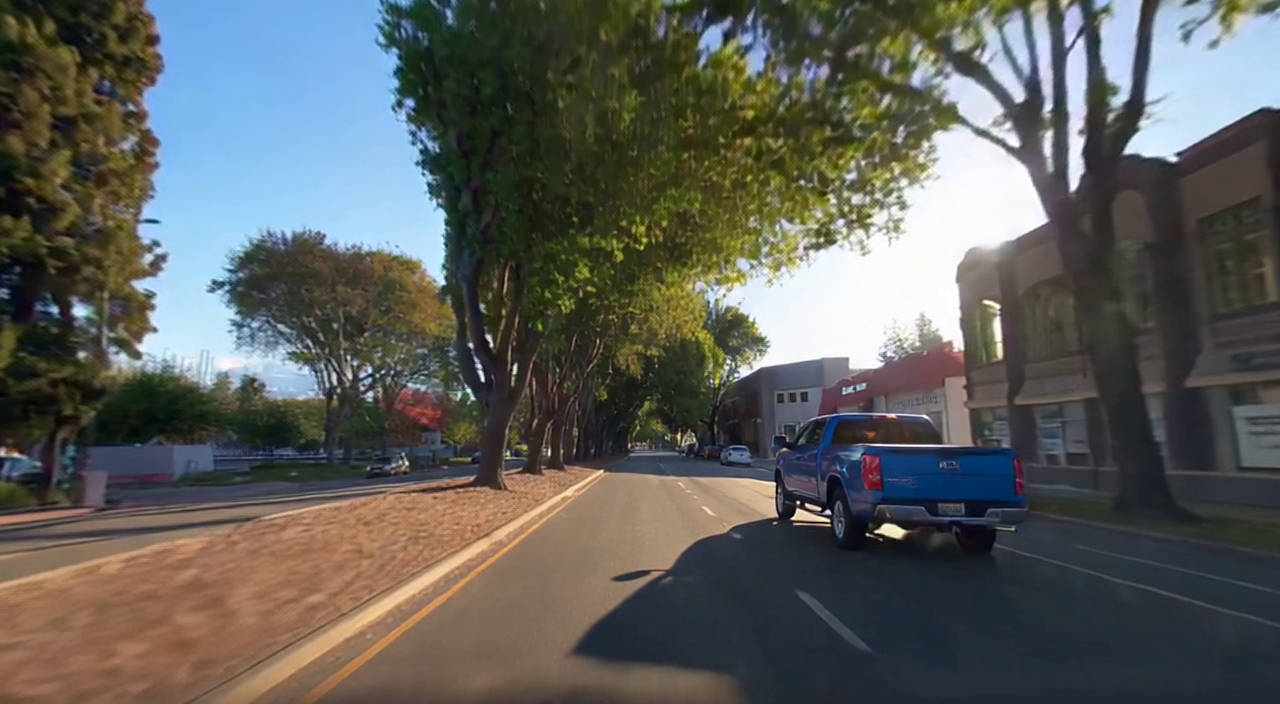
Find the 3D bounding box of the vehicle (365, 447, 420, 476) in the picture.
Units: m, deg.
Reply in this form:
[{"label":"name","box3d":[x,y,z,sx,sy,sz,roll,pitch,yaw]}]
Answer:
[{"label":"vehicle","box3d":[-16.048,7.122,41.071,1.913,1.734,4.357,0,-8,-2]}]

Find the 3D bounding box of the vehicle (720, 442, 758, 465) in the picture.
[{"label":"vehicle","box3d":[7.270,7.468,46.516,1.863,1.588,4.670,0,-8,-3]}]

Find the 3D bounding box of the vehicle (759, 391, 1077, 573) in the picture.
[{"label":"vehicle","box3d":[3.325,1.707,9.124,2.085,1.828,5.383,0,-8,-1]}]
